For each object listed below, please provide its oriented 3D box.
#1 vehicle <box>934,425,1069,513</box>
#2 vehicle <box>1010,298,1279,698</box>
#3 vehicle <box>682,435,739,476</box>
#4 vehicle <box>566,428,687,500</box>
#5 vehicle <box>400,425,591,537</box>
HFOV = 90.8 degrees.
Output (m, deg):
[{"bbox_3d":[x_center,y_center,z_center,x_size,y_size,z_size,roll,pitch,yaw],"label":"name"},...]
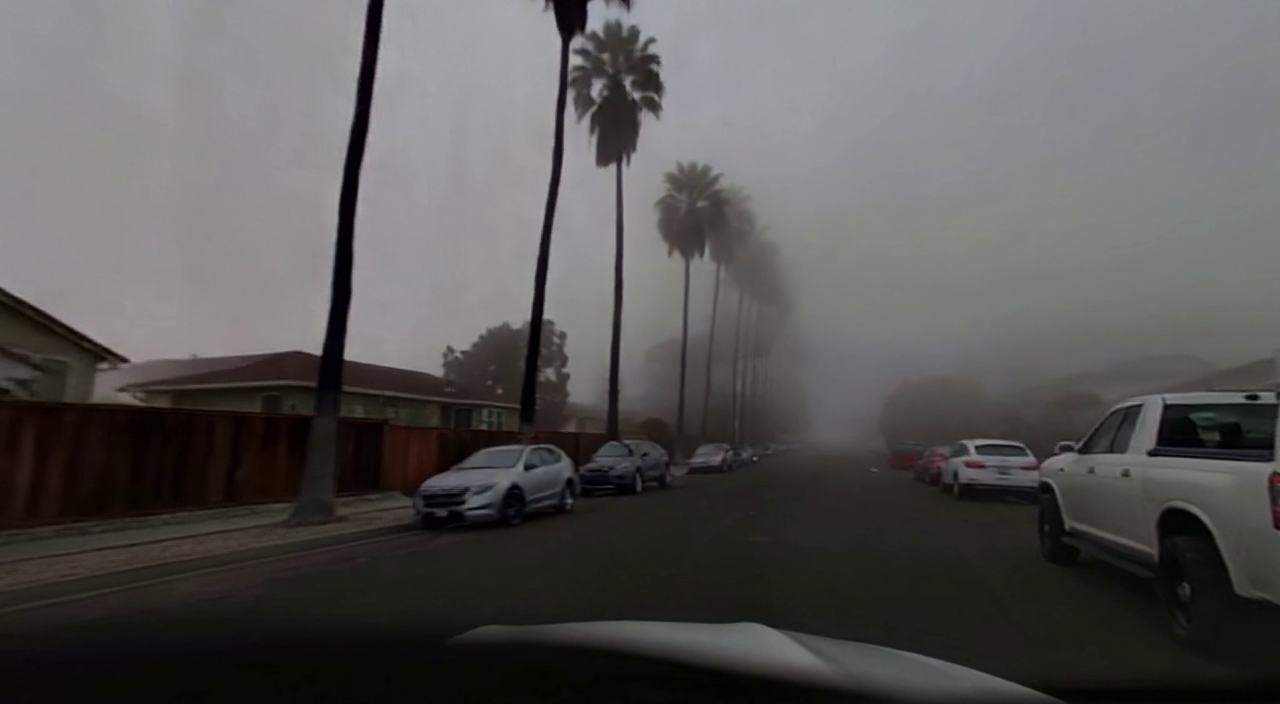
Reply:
[{"bbox_3d":[9.029,2.902,16.275,1.964,1.889,4.708,-3,-8,17],"label":"vehicle"},{"bbox_3d":[5.719,1.145,5.723,2.649,2.232,6.576,-3,-8,18],"label":"vehicle"},{"bbox_3d":[3.523,5.018,30.837,1.947,1.803,4.381,-4,-9,16],"label":"vehicle"},{"bbox_3d":[-0.209,3.292,19.150,2.020,1.819,5.168,-3,-8,18],"label":"vehicle"},{"bbox_3d":[-2.445,2.268,11.794,1.816,1.697,3.777,-3,-8,17],"label":"vehicle"}]
